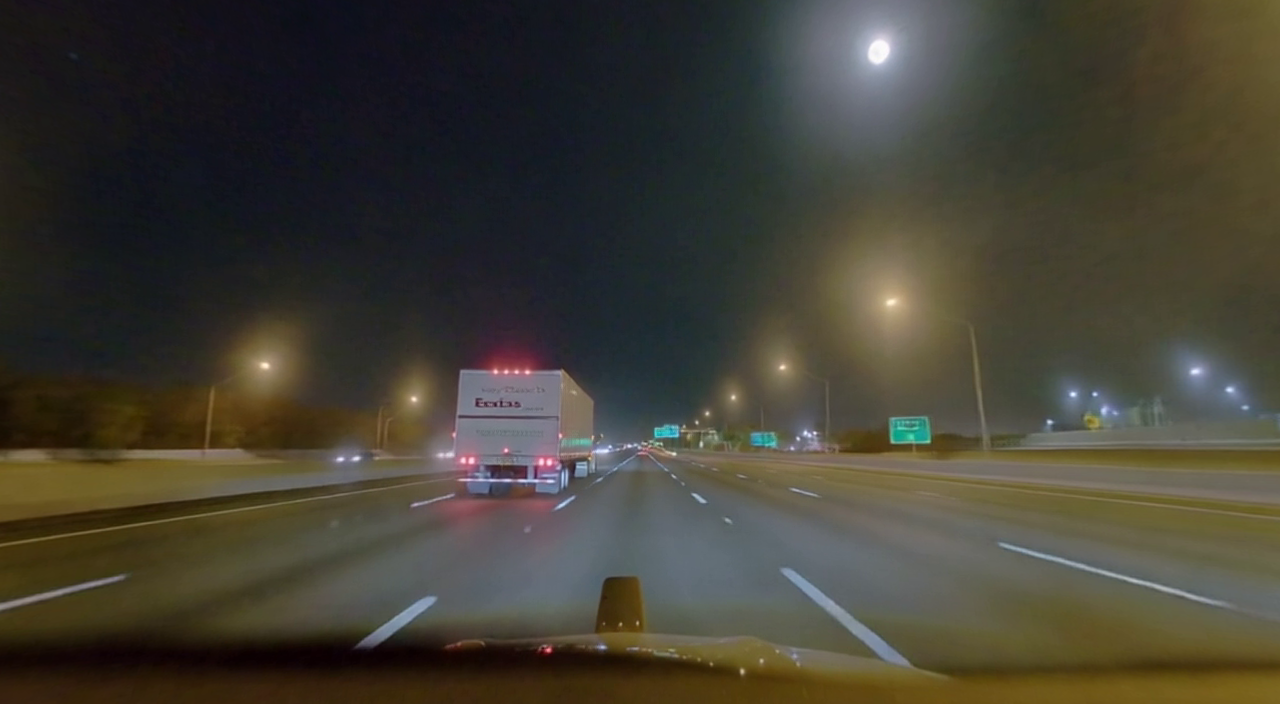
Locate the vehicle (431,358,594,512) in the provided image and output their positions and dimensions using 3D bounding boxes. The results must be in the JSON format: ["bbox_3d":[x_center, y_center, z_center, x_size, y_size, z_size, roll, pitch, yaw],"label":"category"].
[{"bbox_3d":[-3.179,2.505,18.461,2.922,3.458,8.360,0,-9,0],"label":"vehicle"}]
